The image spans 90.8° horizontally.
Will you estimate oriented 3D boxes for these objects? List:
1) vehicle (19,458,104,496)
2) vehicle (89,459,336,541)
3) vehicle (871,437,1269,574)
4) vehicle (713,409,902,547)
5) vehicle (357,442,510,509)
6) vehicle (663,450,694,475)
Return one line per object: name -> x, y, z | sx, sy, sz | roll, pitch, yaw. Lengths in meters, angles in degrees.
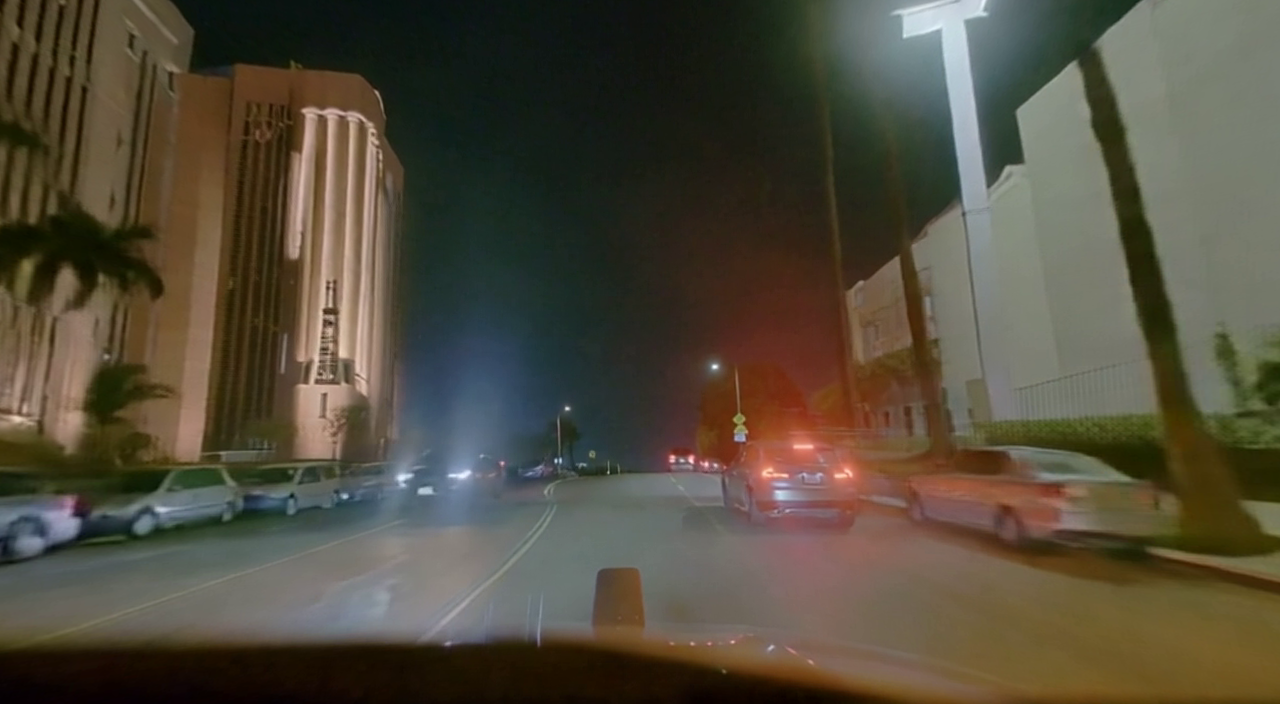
vehicle -> -28.777, 6.163, 31.431 | 3.808, 1.723, 2.008 | -6, -10, 32
vehicle -> -8.772, 3.051, 13.637 | 1.921, 1.340, 4.655 | -1, -9, 3
vehicle -> 5.450, 1.991, 9.229 | 2.166, 1.399, 5.177 | 0, -9, 0
vehicle -> 2.545, 2.053, 10.884 | 1.995, 1.858, 4.333 | 0, -9, -1
vehicle -> -5.118, 3.120, 16.570 | 2.153, 1.469, 4.939 | -1, -9, 2
vehicle -> 2.820, 8.039, 46.149 | 2.196, 1.655, 3.939 | -1, -9, 4
